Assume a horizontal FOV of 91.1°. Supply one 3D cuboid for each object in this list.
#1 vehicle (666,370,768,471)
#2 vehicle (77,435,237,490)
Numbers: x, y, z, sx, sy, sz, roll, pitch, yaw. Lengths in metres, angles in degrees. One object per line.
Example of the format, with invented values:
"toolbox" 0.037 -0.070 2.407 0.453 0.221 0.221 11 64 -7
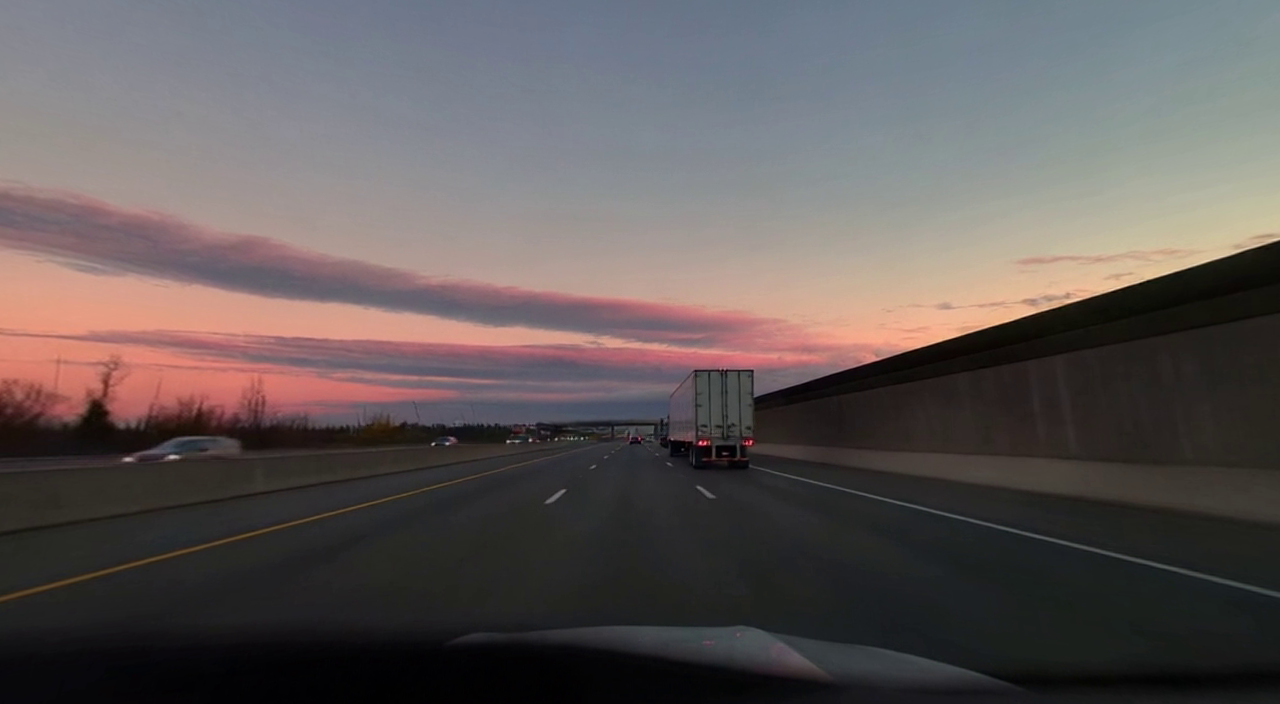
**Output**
"vehicle" 3.524 3.845 33.888 2.979 4.161 15.508 1 -7 -2
"vehicle" -15.860 3.609 21.011 1.890 1.622 4.373 0 -8 0
